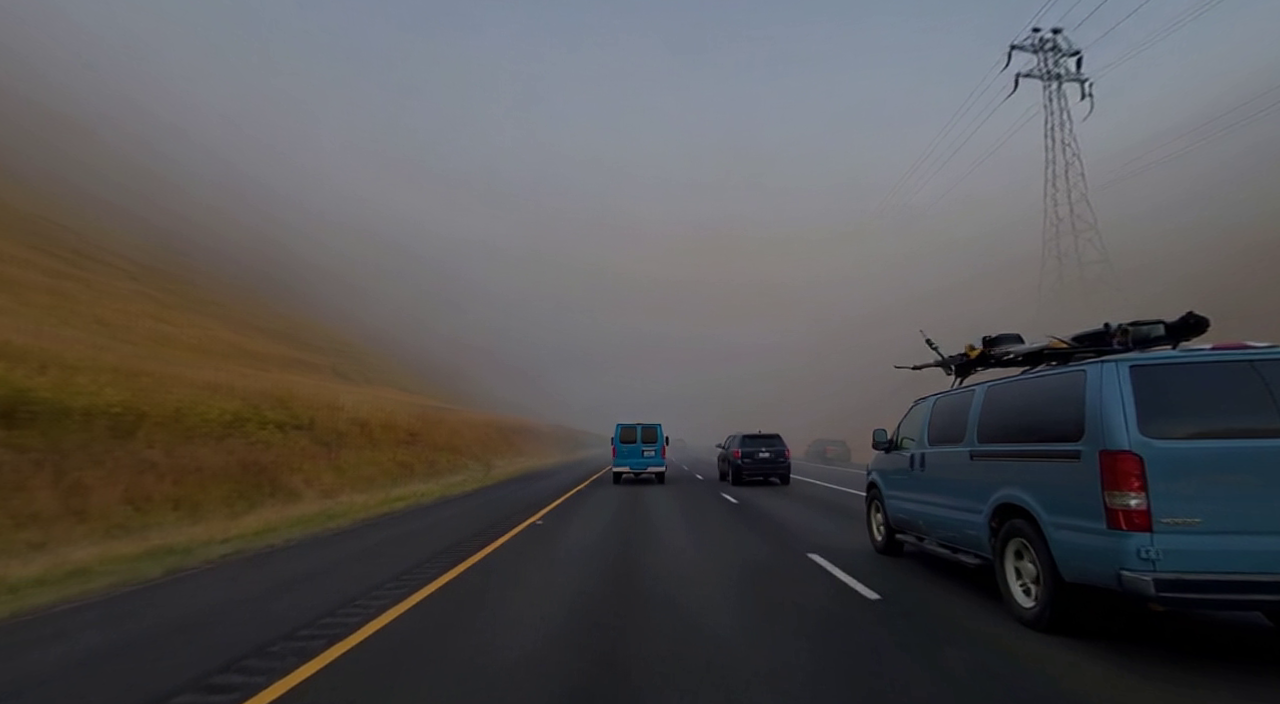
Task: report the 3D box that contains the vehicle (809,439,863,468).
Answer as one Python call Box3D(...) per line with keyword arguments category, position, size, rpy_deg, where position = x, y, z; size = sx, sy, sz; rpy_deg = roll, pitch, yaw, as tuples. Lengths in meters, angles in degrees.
Box3D(category="vehicle", position=(10.850, 5.610, 35.171), size=(1.875, 1.504, 4.114), rpy_deg=(-1, -8, 3))

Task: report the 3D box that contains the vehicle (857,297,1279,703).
Box3D(category="vehicle", position=(3.928, 1.030, 4.521), size=(2.691, 1.901, 5.744), rpy_deg=(0, -8, 0))

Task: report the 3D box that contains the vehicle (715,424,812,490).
Box3D(category="vehicle", position=(3.702, 3.264, 19.867), size=(2.139, 1.821, 4.480), rpy_deg=(0, -8, 0))

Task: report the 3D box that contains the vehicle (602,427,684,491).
Box3D(category="vehicle", position=(0.112, 3.306, 19.802), size=(2.268, 1.772, 4.523), rpy_deg=(0, -8, 1))
